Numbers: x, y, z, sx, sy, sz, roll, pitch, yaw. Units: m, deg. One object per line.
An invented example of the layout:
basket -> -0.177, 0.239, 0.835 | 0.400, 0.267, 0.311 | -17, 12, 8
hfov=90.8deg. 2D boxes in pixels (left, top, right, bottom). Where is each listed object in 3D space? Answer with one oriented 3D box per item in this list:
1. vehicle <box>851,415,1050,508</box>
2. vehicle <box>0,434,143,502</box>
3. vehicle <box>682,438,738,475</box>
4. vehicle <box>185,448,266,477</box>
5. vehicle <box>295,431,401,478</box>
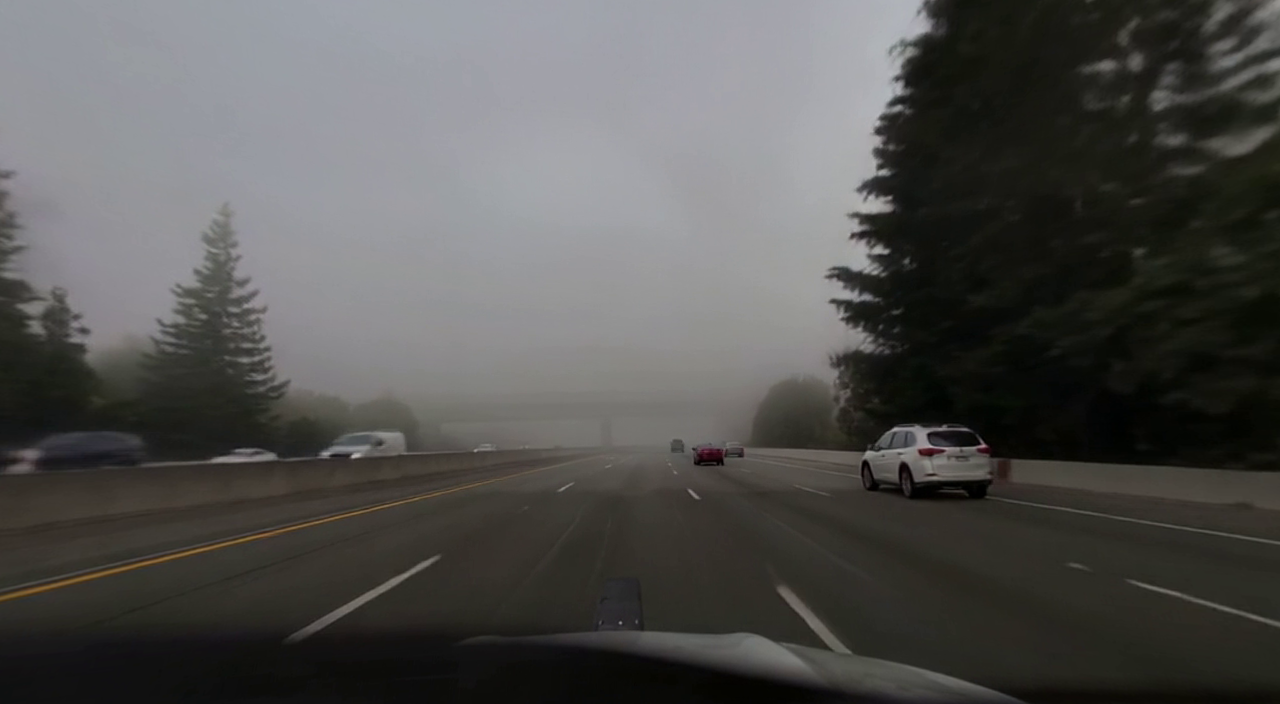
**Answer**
vehicle -> 6.966, 2.527, 14.990 | 2.087, 1.806, 4.946 | 0, -9, -1
vehicle -> -19.952, 3.730, 20.717 | 2.242, 1.980, 6.315 | 0, -9, -1
vehicle -> 2.987, 4.586, 27.903 | 1.981, 1.471, 4.342 | 0, -9, 0
vehicle -> -23.310, 6.199, 35.692 | 1.832, 1.526, 3.977 | 0, -9, 0
vehicle -> -13.449, 4.775, 29.584 | 2.310, 1.956, 5.331 | -1, -9, 1
